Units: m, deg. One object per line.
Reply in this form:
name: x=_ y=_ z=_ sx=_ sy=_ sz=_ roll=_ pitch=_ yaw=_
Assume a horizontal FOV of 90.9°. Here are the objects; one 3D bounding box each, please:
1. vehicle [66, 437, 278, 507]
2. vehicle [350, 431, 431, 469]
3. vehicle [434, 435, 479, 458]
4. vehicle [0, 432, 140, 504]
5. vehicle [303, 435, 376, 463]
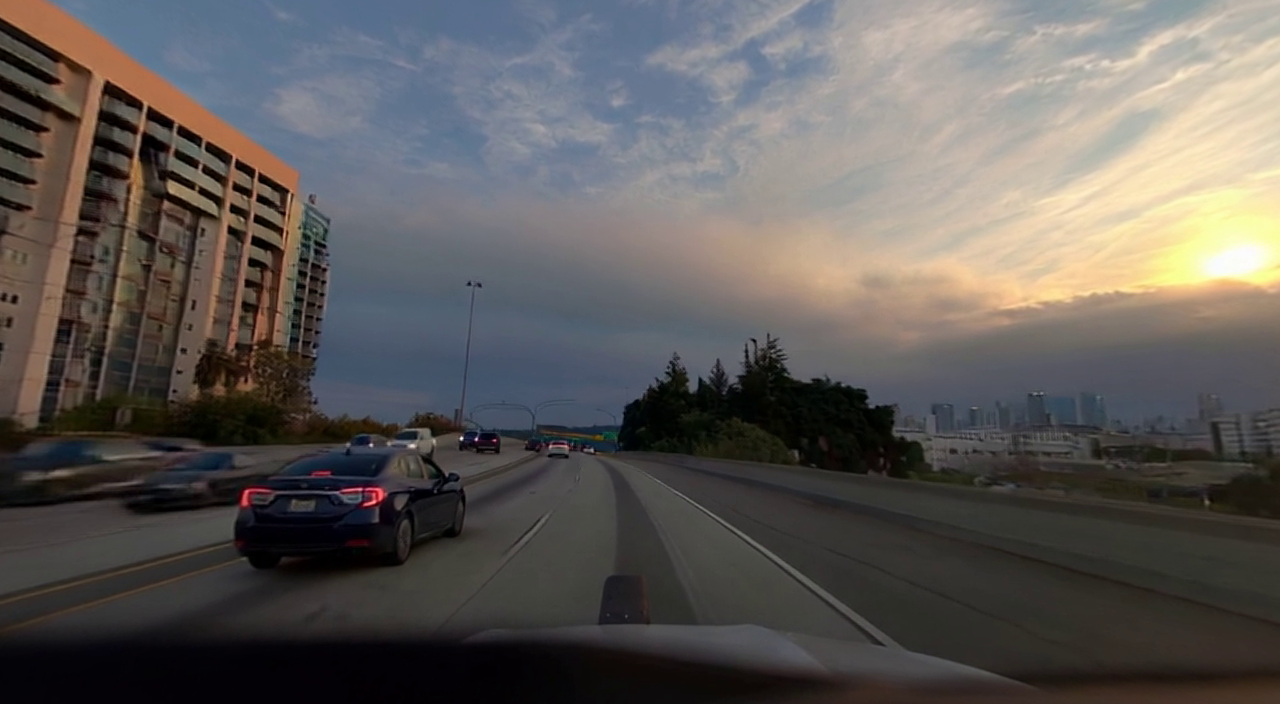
vehicle: x=-11.074 y=2.849 z=15.424 sx=1.950 sy=1.437 sz=4.326 roll=0 pitch=-9 yaw=-2
vehicle: x=-11.823 y=4.699 z=30.233 sx=2.078 sy=1.664 sz=4.595 roll=0 pitch=-9 yaw=-2
vehicle: x=-12.729 y=6.635 z=44.050 sx=1.953 sy=1.520 sz=4.549 roll=0 pitch=-9 yaw=-2
vehicle: x=-14.732 y=2.726 z=15.041 sx=1.937 sy=1.511 sz=4.618 roll=0 pitch=-9 yaw=-3
vehicle: x=-16.261 y=5.292 z=34.401 sx=1.982 sy=1.442 sz=4.367 roll=0 pitch=-9 yaw=-3
